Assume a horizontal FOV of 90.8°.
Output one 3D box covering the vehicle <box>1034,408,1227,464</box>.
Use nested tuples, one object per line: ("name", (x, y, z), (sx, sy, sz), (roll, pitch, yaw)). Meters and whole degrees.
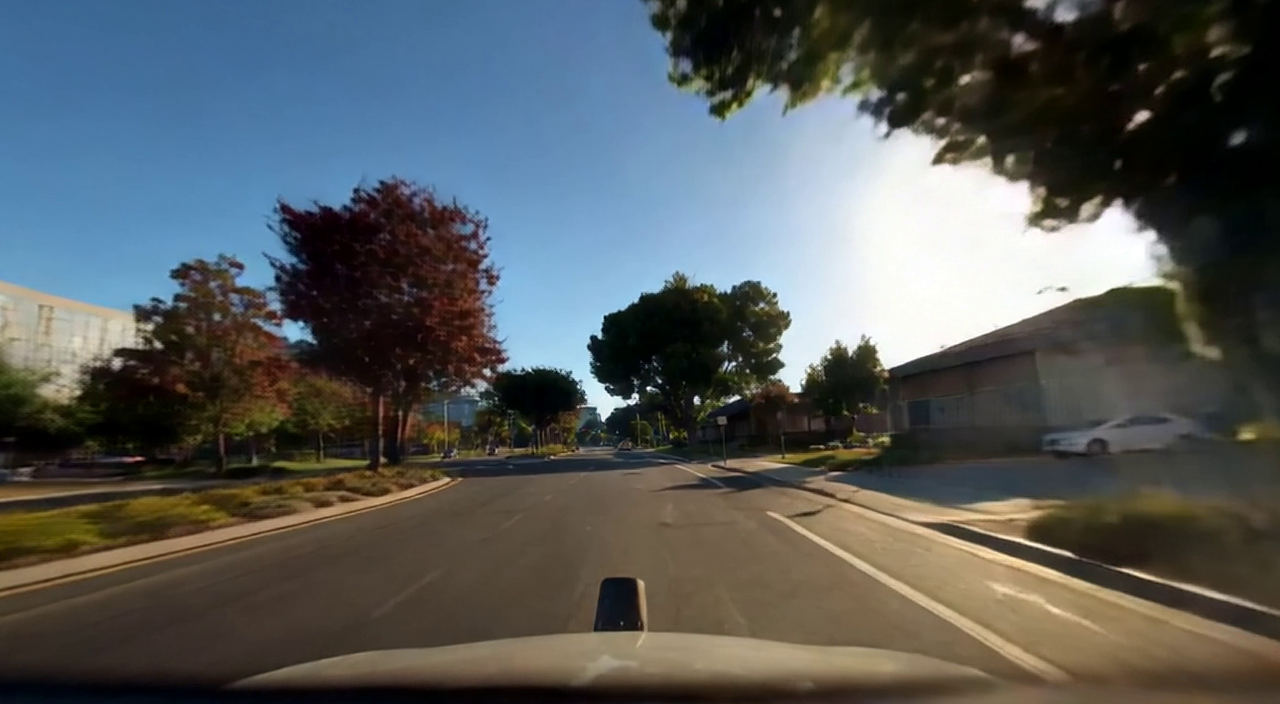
("vehicle", (14.856, 2.600, 19.334), (4.198, 1.561, 1.937), (-1, -10, 1))
